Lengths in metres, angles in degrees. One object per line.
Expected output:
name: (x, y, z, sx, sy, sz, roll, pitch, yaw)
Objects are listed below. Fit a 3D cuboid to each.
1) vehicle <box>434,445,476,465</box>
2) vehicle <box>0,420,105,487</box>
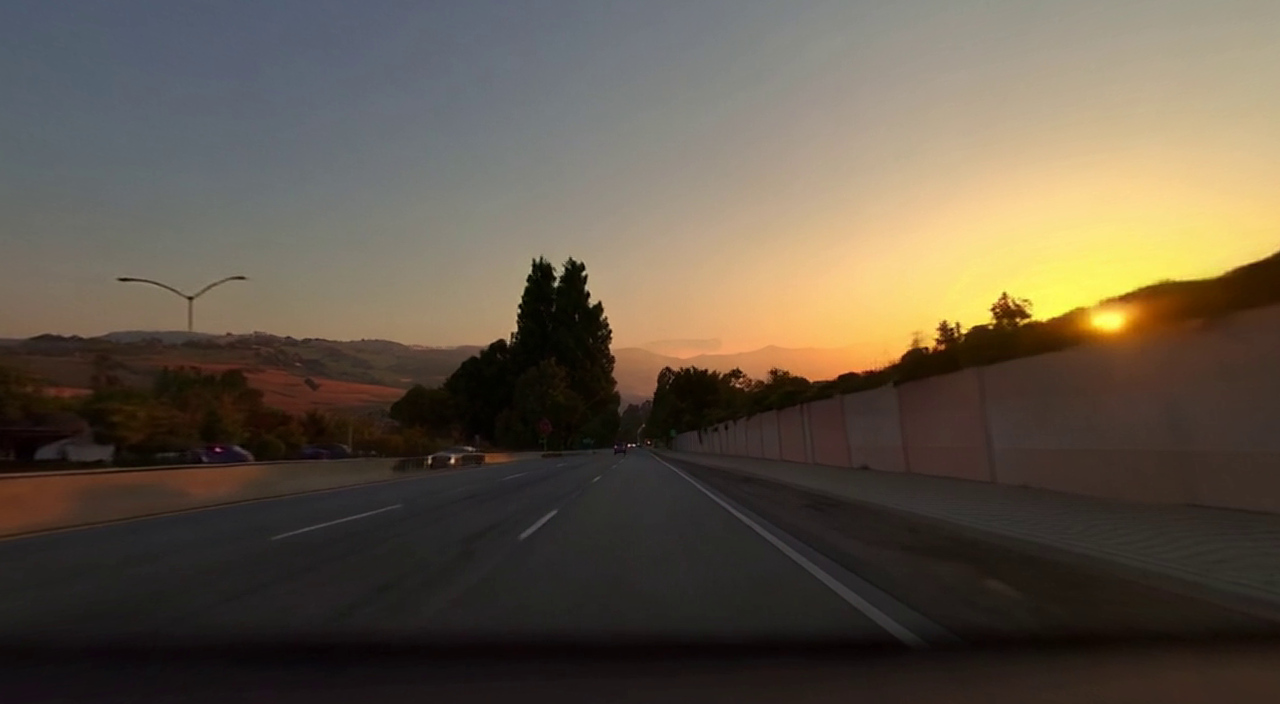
vehicle: (-14.549, 8.124, 49.806, 1.907, 1.487, 4.725, 0, -8, 0)
vehicle: (-39.728, 6.540, 41.326, 3.010, 3.986, 7.202, 0, -8, -5)
